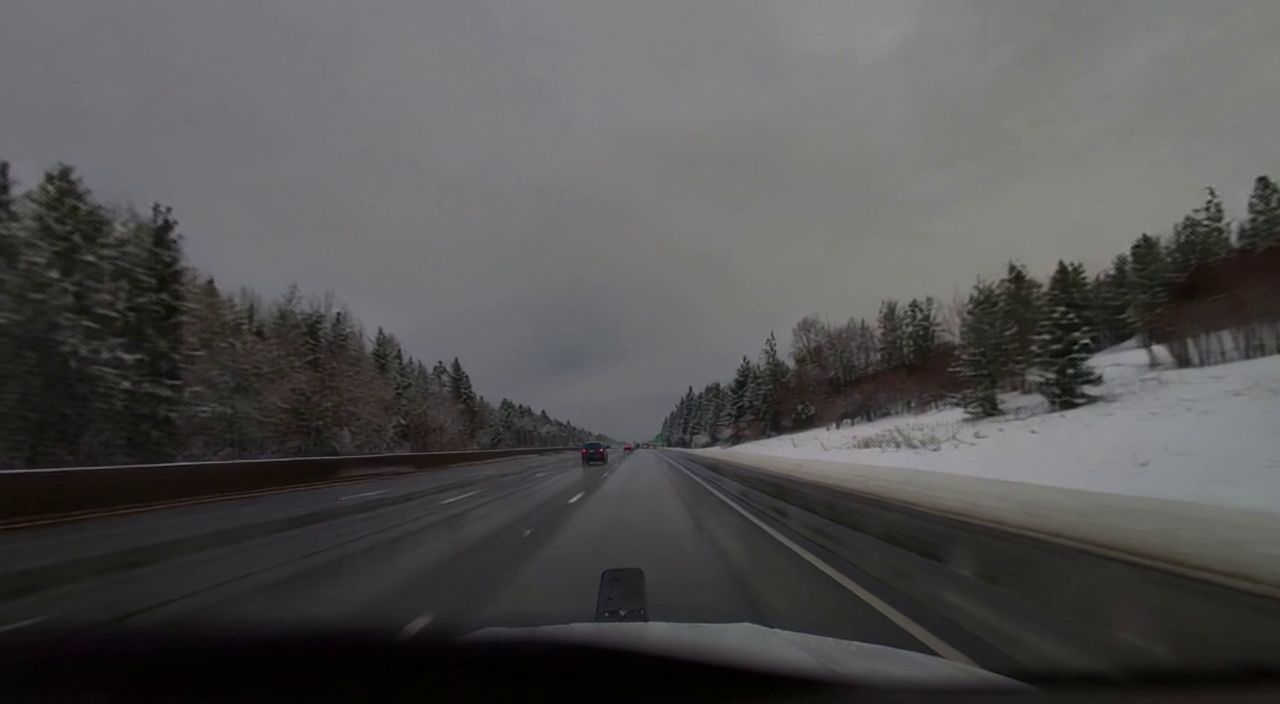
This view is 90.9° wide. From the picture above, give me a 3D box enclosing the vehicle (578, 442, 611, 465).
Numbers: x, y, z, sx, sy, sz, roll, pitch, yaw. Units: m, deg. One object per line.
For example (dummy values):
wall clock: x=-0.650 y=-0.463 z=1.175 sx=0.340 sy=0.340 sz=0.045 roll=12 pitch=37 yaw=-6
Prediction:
vehicle: x=-3.167 y=7.176 z=44.787 sx=1.993 sy=1.589 sz=3.898 roll=0 pitch=-8 yaw=1
